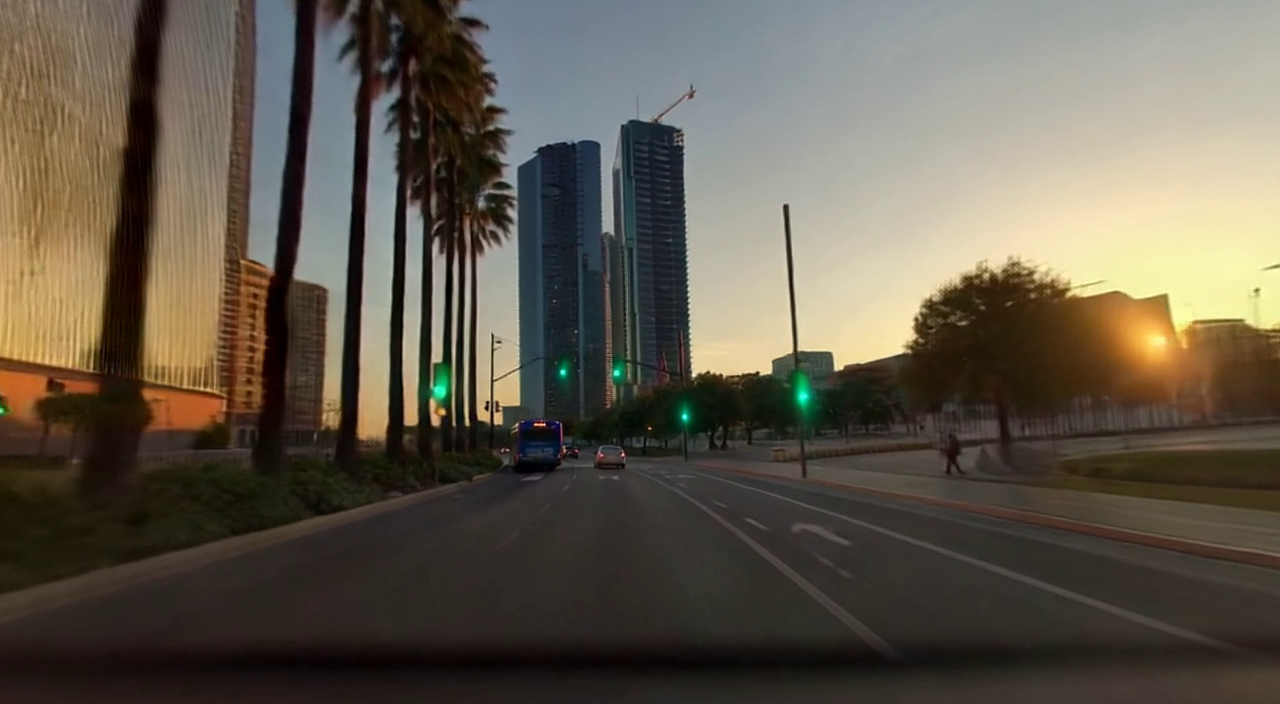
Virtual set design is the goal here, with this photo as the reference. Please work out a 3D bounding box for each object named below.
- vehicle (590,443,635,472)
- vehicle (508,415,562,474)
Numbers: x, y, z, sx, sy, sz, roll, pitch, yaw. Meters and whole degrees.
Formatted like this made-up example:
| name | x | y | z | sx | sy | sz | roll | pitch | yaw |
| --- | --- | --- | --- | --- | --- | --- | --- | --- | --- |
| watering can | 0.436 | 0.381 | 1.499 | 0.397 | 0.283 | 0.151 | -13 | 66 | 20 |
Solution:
| name | x | y | z | sx | sy | sz | roll | pitch | yaw |
| --- | --- | --- | --- | --- | --- | --- | --- | --- | --- |
| vehicle | -1.582 | 5.826 | 34.956 | 2.107 | 1.481 | 4.097 | 1 | -8 | -7 |
| vehicle | -5.986 | 5.450 | 37.149 | 2.678 | 3.042 | 8.474 | 1 | -8 | -7 |
